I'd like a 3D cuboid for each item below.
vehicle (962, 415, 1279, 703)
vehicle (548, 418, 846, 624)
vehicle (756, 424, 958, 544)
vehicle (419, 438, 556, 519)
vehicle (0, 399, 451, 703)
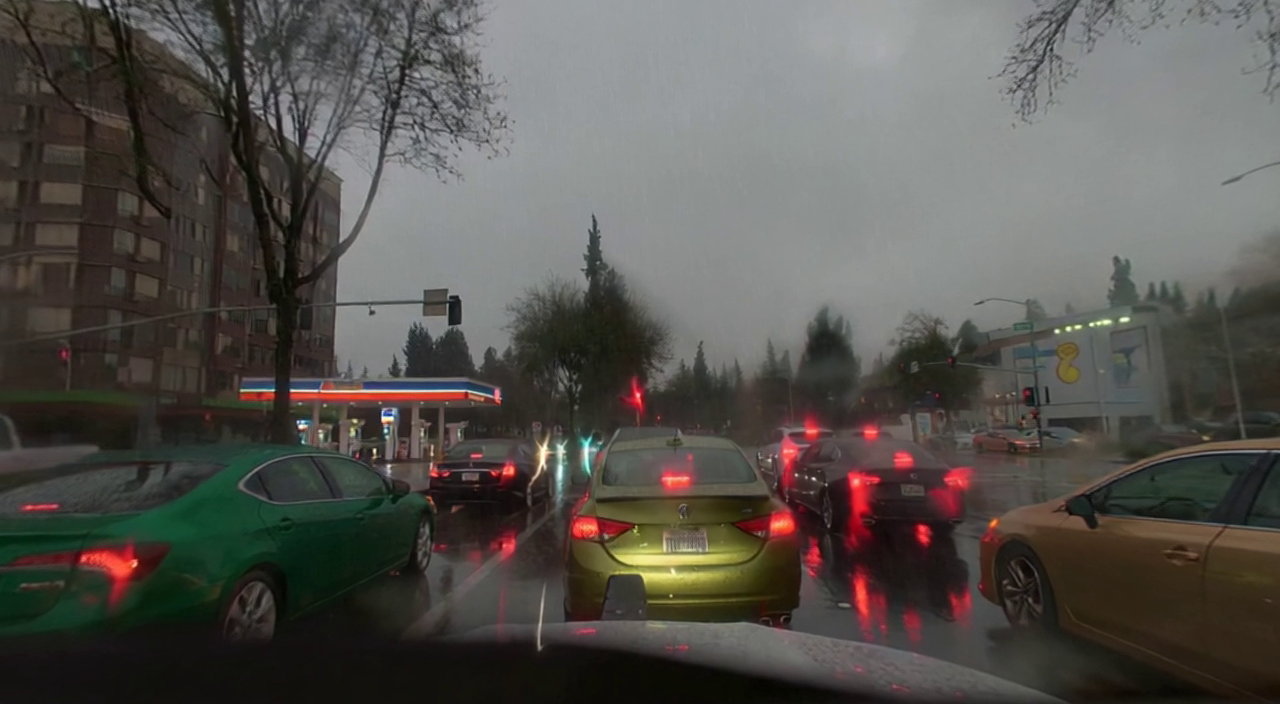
[{"bbox_3d":[4.174,1.142,3.638,1.950,1.497,4.686,0,-9,-3],"label":"vehicle"},{"bbox_3d":[0.373,1.587,6.931,2.220,1.507,4.317,0,-9,-1],"label":"vehicle"},{"bbox_3d":[3.377,2.127,10.792,1.947,1.630,4.127,0,-9,0],"label":"vehicle"},{"bbox_3d":[-3.079,2.641,13.694,1.867,1.474,4.237,0,-9,0],"label":"vehicle"},{"bbox_3d":[-3.008,1.256,4.608,1.887,1.493,4.255,0,-9,0],"label":"vehicle"}]
